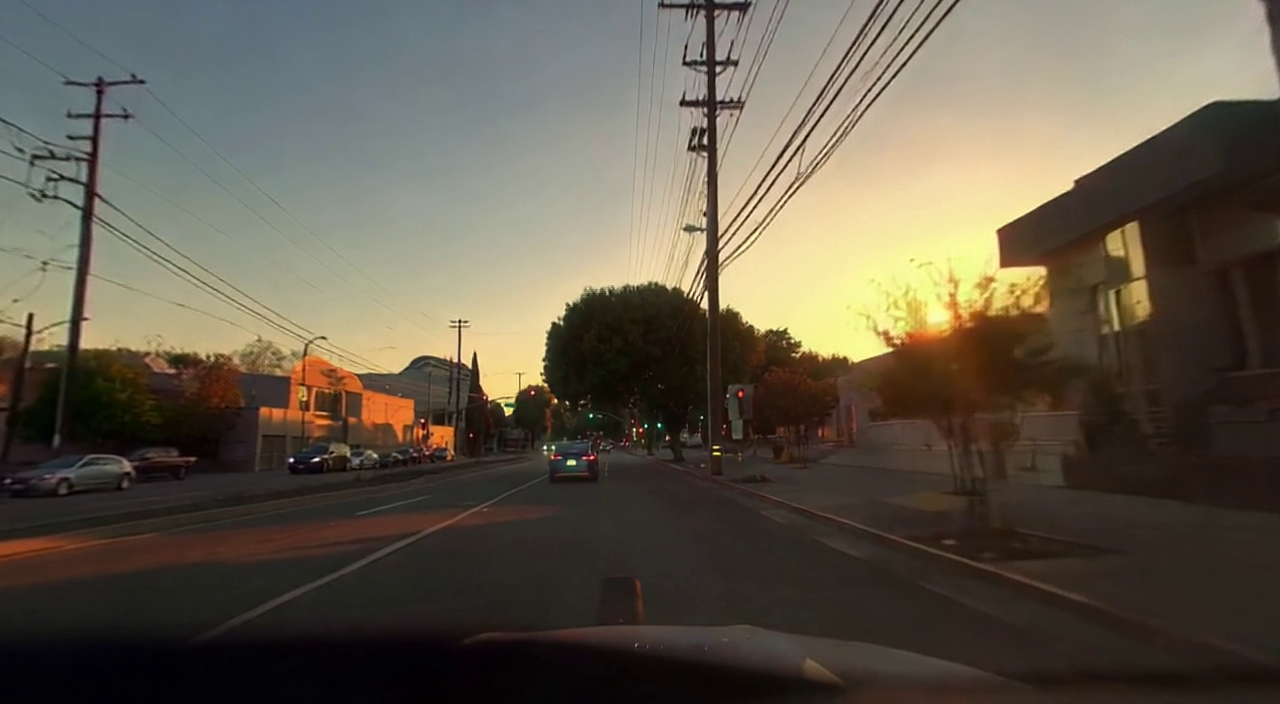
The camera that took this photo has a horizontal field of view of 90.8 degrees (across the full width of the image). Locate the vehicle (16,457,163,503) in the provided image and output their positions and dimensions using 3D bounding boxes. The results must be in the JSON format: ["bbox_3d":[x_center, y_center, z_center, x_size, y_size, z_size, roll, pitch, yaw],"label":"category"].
[{"bbox_3d":[-20.514,4.751,23.840,1.786,1.439,4.312,0,-8,-3],"label":"vehicle"}]

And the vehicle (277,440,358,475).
[{"bbox_3d":[-21.590,7.062,42.664,2.369,2.159,6.388,0,-8,-3],"label":"vehicle"}]

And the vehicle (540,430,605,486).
[{"bbox_3d":[-2.290,3.710,22.389,2.022,1.757,4.041,0,-8,-3],"label":"vehicle"}]
